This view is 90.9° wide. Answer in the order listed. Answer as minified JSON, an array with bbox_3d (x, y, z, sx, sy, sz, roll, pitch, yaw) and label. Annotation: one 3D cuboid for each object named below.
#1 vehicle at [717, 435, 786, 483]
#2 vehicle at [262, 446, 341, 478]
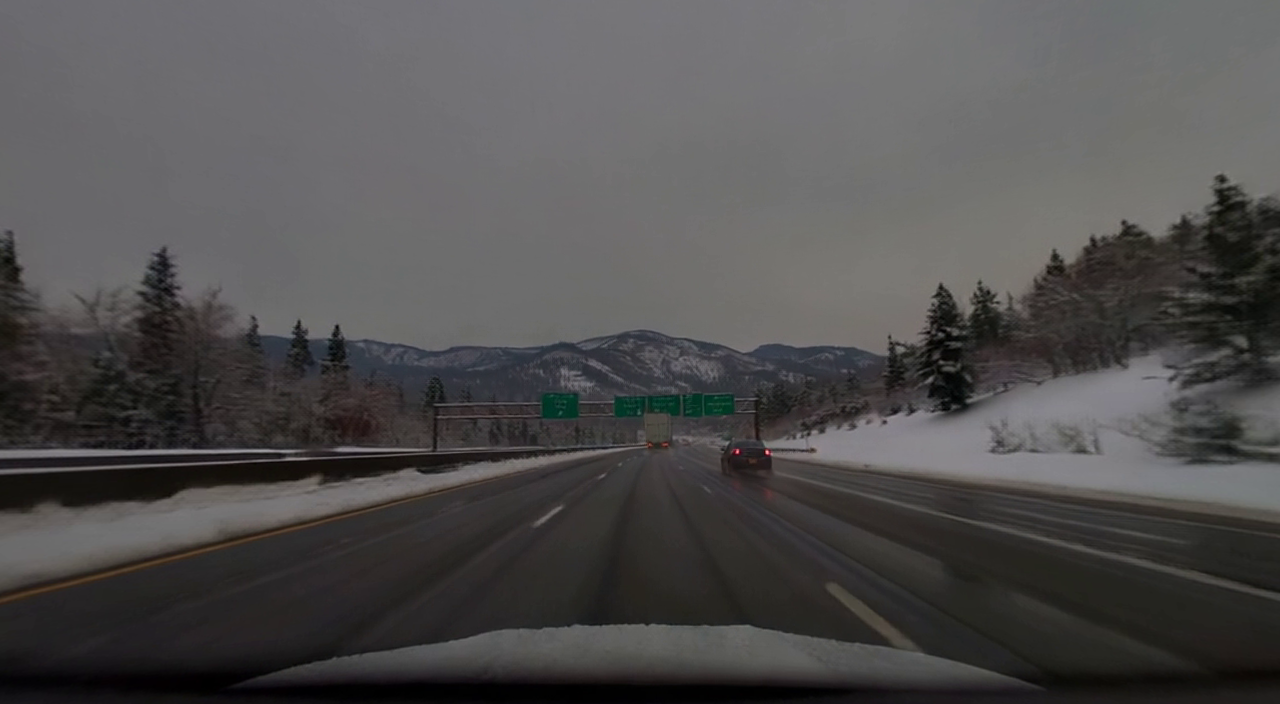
[{"bbox_3d":[4.075,3.963,23.612,1.880,1.624,3.941,0,-8,0],"label":"vehicle"},{"bbox_3d":[-19.068,6.193,35.739,1.872,1.654,4.504,0,-8,1],"label":"vehicle"}]
